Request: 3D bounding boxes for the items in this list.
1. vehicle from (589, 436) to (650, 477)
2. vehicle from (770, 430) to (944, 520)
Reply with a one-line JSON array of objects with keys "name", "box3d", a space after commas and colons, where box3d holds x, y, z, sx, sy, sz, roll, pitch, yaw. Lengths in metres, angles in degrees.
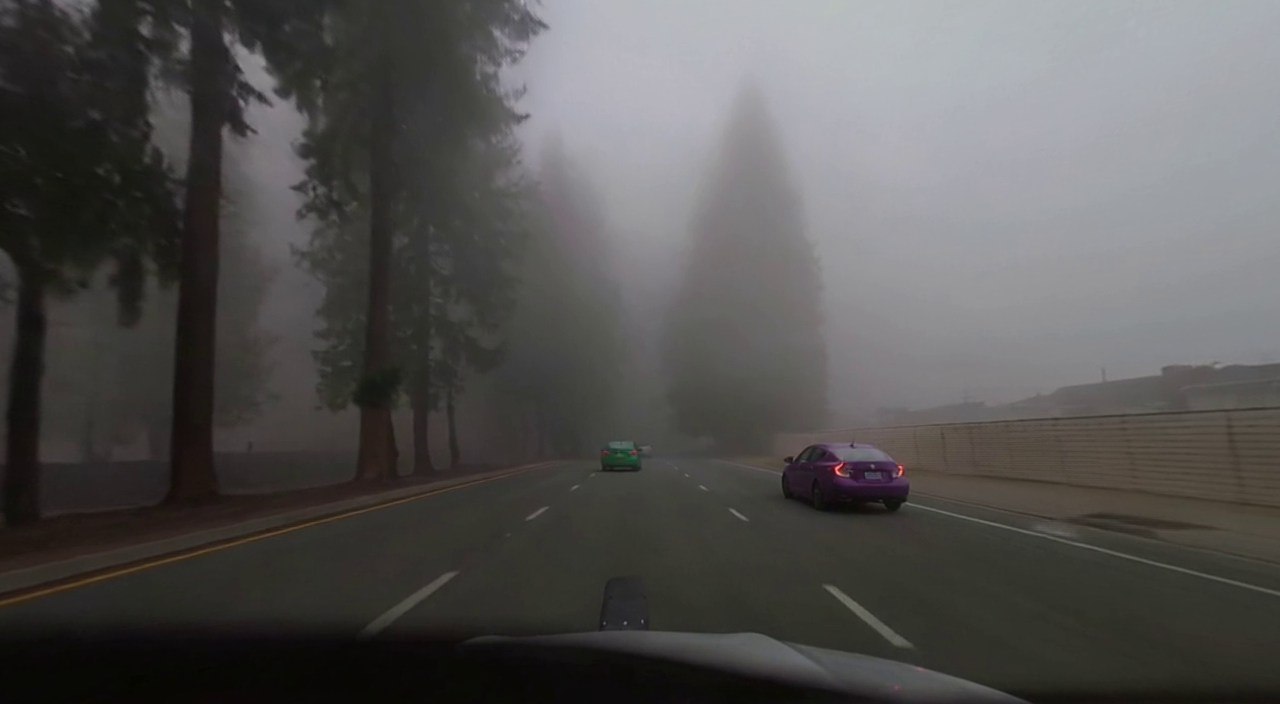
[{"name": "vehicle", "box3d": [-0.779, 4.372, 26.854, 2.206, 1.525, 4.695, -1, -8, 2]}, {"name": "vehicle", "box3d": [4.151, 2.392, 12.989, 1.943, 1.471, 4.515, -1, -8, 0]}]
